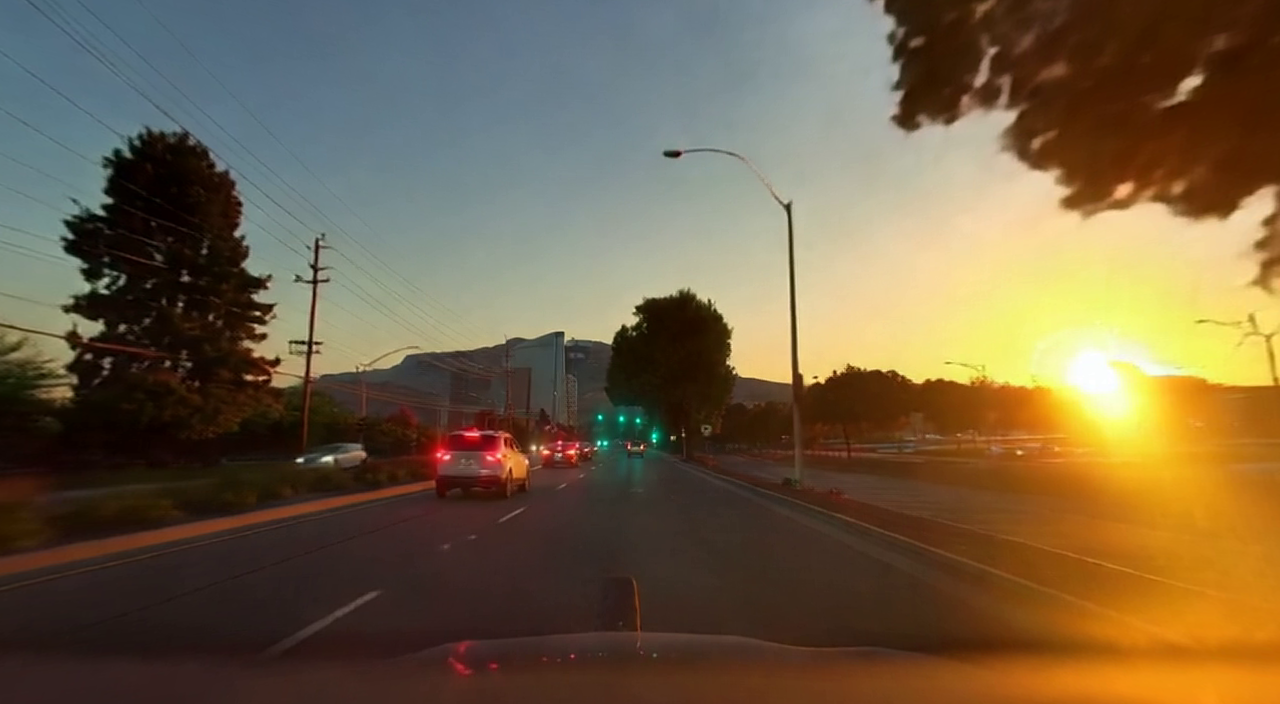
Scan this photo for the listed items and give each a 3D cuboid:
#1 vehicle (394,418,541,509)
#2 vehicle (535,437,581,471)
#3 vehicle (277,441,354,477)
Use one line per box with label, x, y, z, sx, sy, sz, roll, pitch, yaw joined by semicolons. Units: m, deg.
vehicle;-3.848;2.592;15.104;2.189;1.807;4.467;0;-8;1
vehicle;-4.364;5.454;34.073;2.041;1.698;4.094;0;-8;-2
vehicle;-17.314;5.698;33.976;1.928;1.618;4.377;1;-6;-2
